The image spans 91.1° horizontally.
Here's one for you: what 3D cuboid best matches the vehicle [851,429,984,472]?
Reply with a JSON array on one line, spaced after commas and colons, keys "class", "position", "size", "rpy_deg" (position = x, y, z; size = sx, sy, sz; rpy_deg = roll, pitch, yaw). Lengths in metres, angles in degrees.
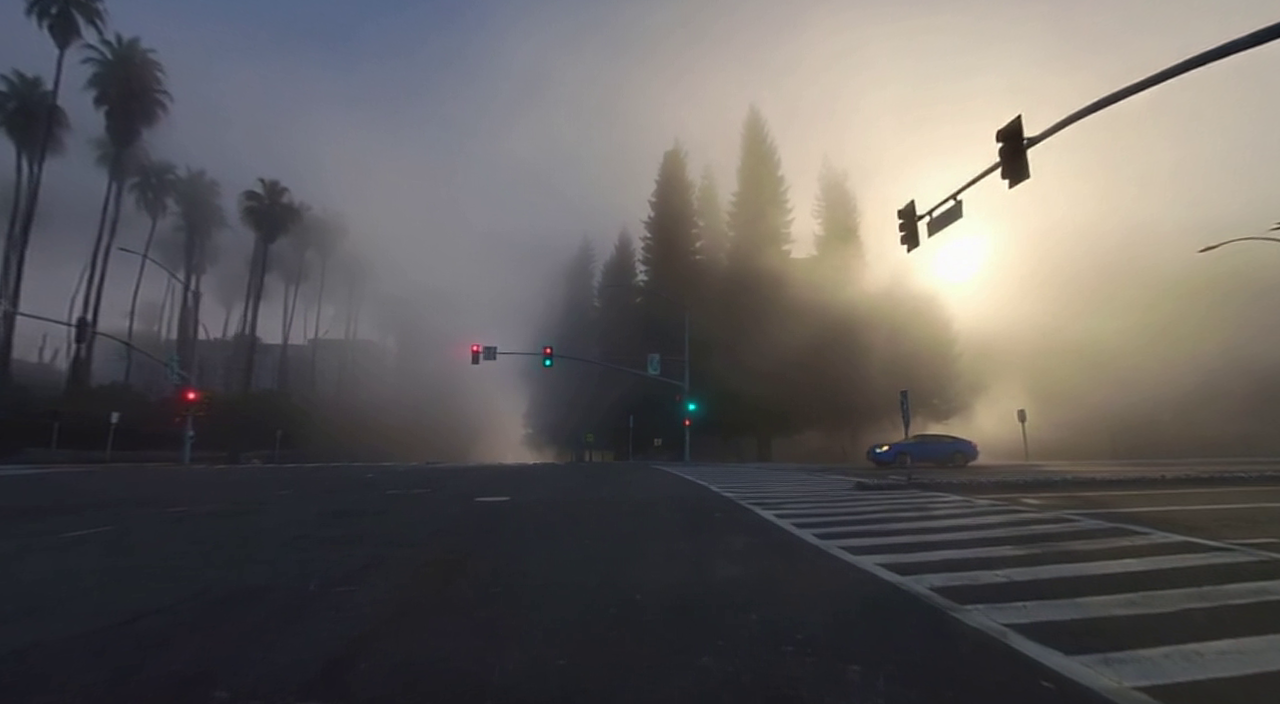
[{"class": "vehicle", "position": [12.005, 4.296, 27.433], "size": [4.820, 1.751, 2.050], "rpy_deg": [0, -8, -3]}]
